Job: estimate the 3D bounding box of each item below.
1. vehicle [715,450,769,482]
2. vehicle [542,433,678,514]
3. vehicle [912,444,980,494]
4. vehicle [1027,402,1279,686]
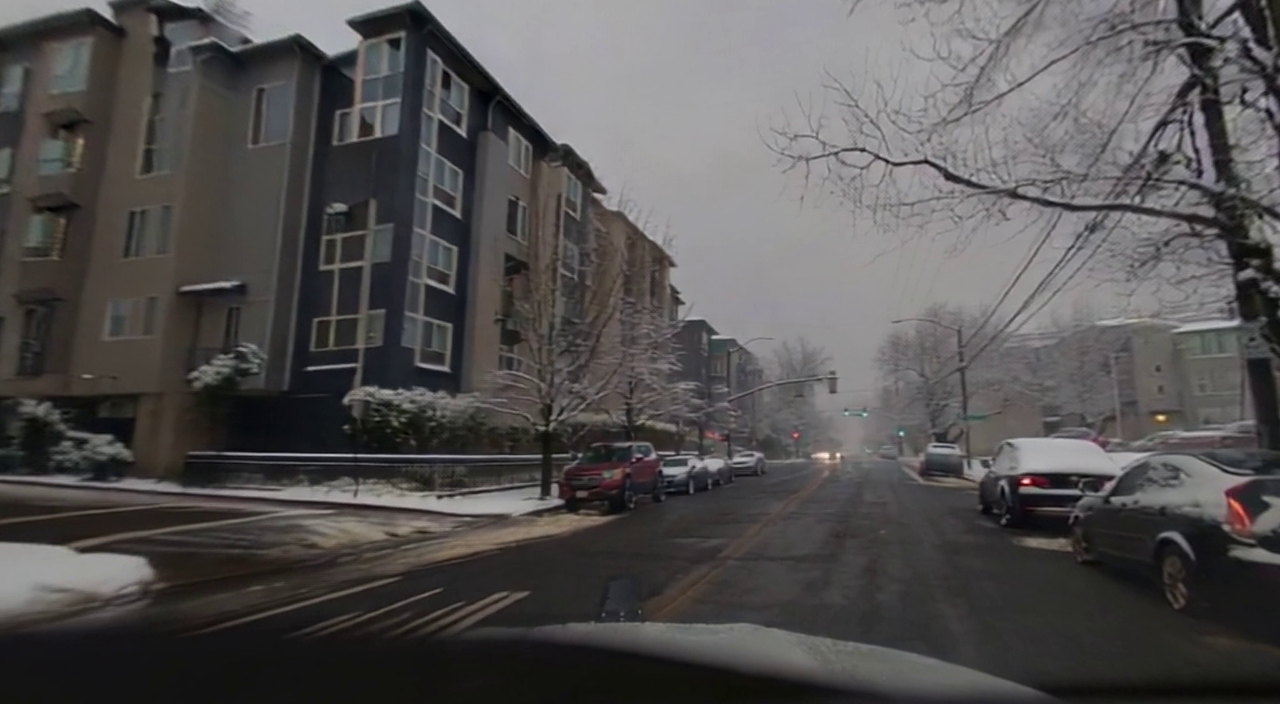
[{"bbox_3d":[5.353,5.848,32.677,1.934,1.484,4.630,-3,-9,19],"label":"vehicle"},{"bbox_3d":[-0.605,3.137,16.894,1.993,1.817,4.619,-3,-9,19],"label":"vehicle"},{"bbox_3d":[12.550,4.759,26.222,2.034,1.689,4.978,-3,-7,21],"label":"vehicle"},{"bbox_3d":[5.354,1.423,5.730,2.153,1.685,4.586,-3,-9,20],"label":"vehicle"}]
